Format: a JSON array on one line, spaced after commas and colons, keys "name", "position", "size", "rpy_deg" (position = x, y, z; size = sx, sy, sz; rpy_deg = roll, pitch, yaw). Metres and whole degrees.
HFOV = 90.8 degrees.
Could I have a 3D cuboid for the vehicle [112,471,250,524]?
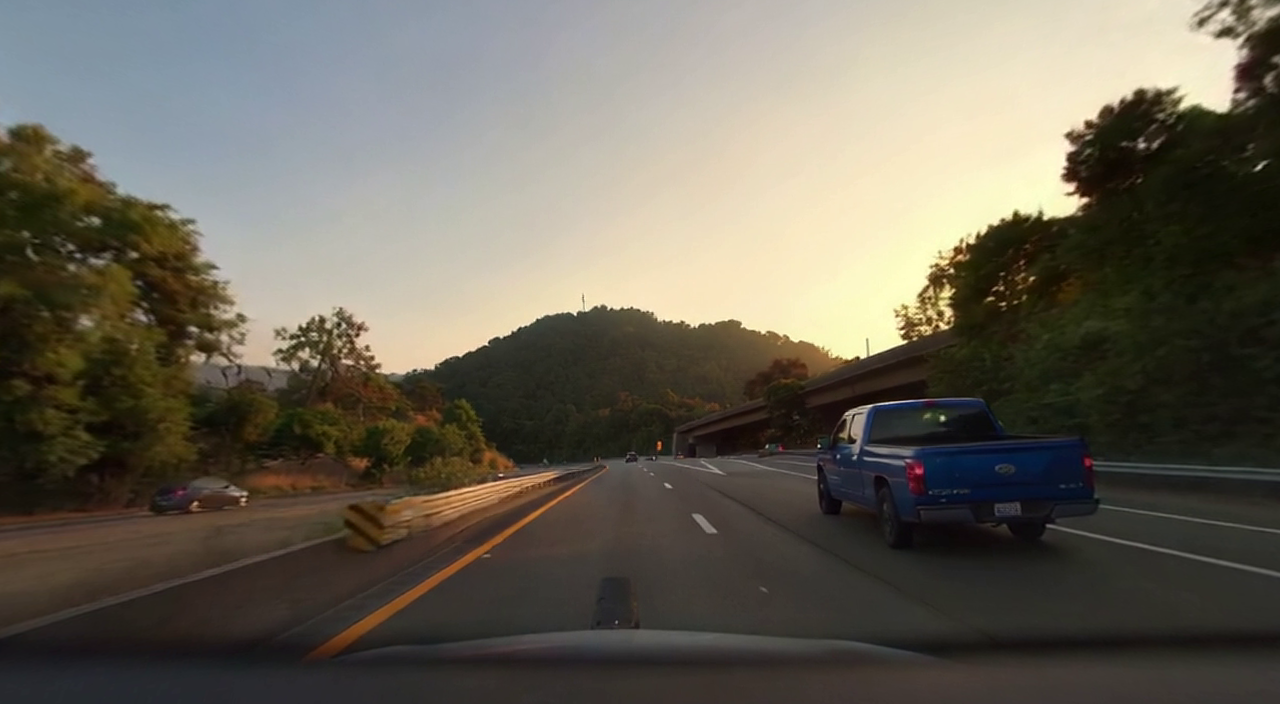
[{"name": "vehicle", "position": [-22.290, 7.044, 31.096], "size": [2.573, 1.976, 5.651], "rpy_deg": [-2, -8, 0]}]
